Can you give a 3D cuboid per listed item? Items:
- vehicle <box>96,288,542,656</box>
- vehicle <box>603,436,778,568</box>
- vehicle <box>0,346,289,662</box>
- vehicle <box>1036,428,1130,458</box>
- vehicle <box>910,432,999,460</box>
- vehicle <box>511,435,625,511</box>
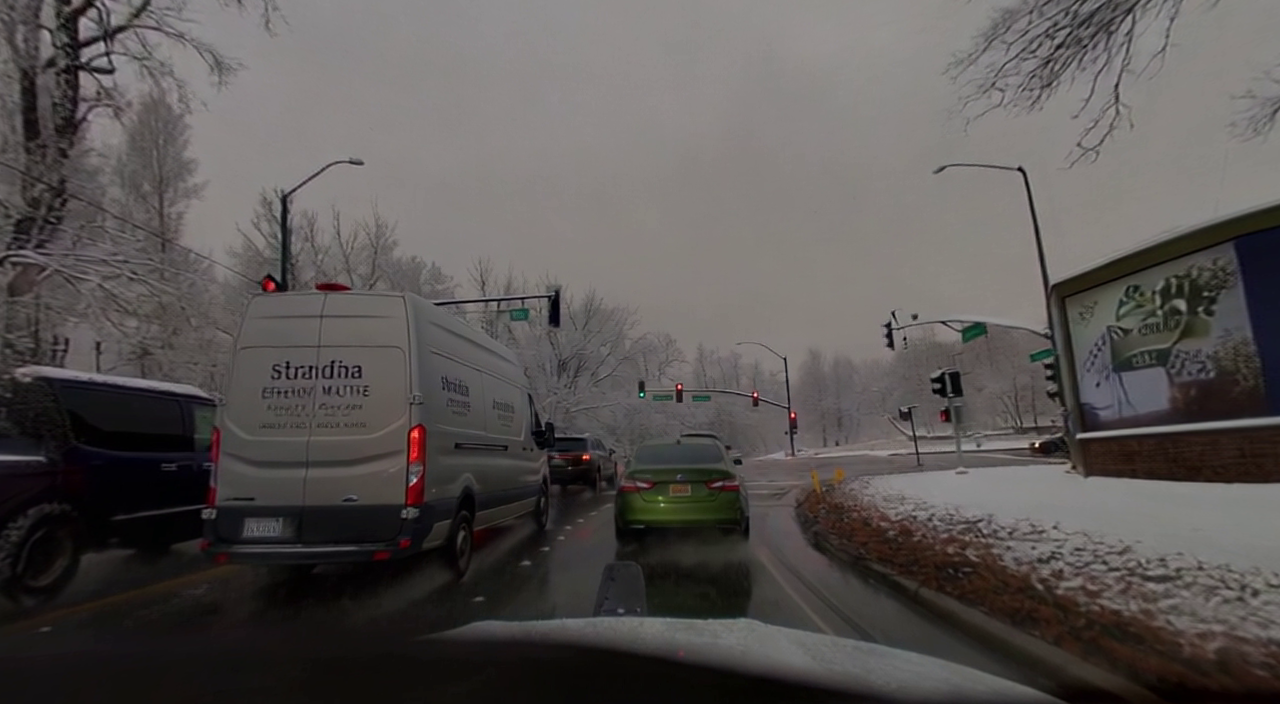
[{"bbox_3d":[-3.072,1.365,8.110,2.555,3.035,5.702,0,-9,1],"label":"vehicle"},{"bbox_3d":[0.935,2.379,10.880,2.398,1.773,4.254,-1,-9,7],"label":"vehicle"},{"bbox_3d":[-5.966,1.306,5.843,2.352,2.333,5.197,0,-9,0],"label":"vehicle"},{"bbox_3d":[31.686,6.507,45.066,5.084,2.041,2.360,1,-9,-8],"label":"vehicle"},{"bbox_3d":[21.656,6.515,43.413,5.021,1.848,2.210,1,-9,-9],"label":"vehicle"},{"bbox_3d":[-1.854,3.359,18.003,2.130,1.876,4.445,-1,-9,9],"label":"vehicle"}]
